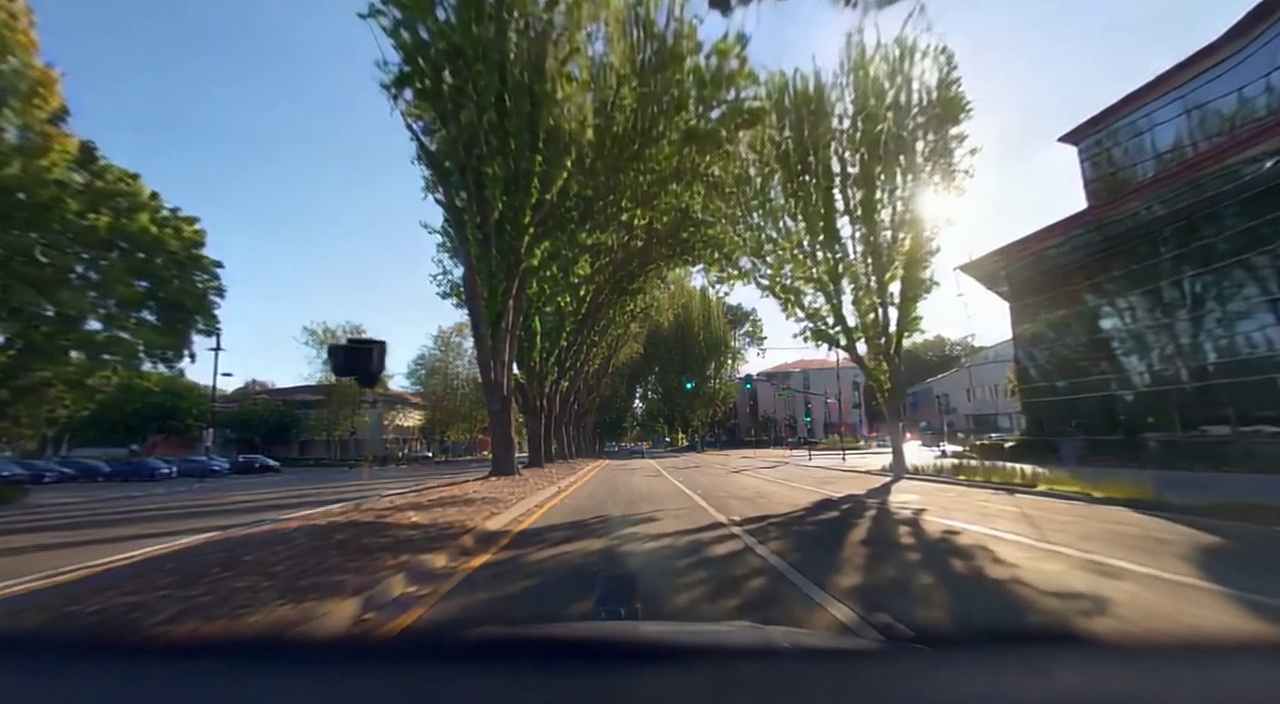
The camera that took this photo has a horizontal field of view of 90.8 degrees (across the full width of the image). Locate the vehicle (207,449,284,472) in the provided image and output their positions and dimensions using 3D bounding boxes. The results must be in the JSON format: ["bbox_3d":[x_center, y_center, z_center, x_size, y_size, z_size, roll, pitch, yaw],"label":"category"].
[{"bbox_3d":[-30.489,8.405,48.888,4.632,1.681,1.904,0,-8,-1],"label":"vehicle"}]

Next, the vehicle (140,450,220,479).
[{"bbox_3d":[-28.936,7.072,39.917,1.918,1.669,4.300,1,-8,-3],"label":"vehicle"}]

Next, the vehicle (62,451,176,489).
[{"bbox_3d":[-25.546,5.752,31.249,1.949,1.662,4.589,1,-8,-5],"label":"vehicle"}]
